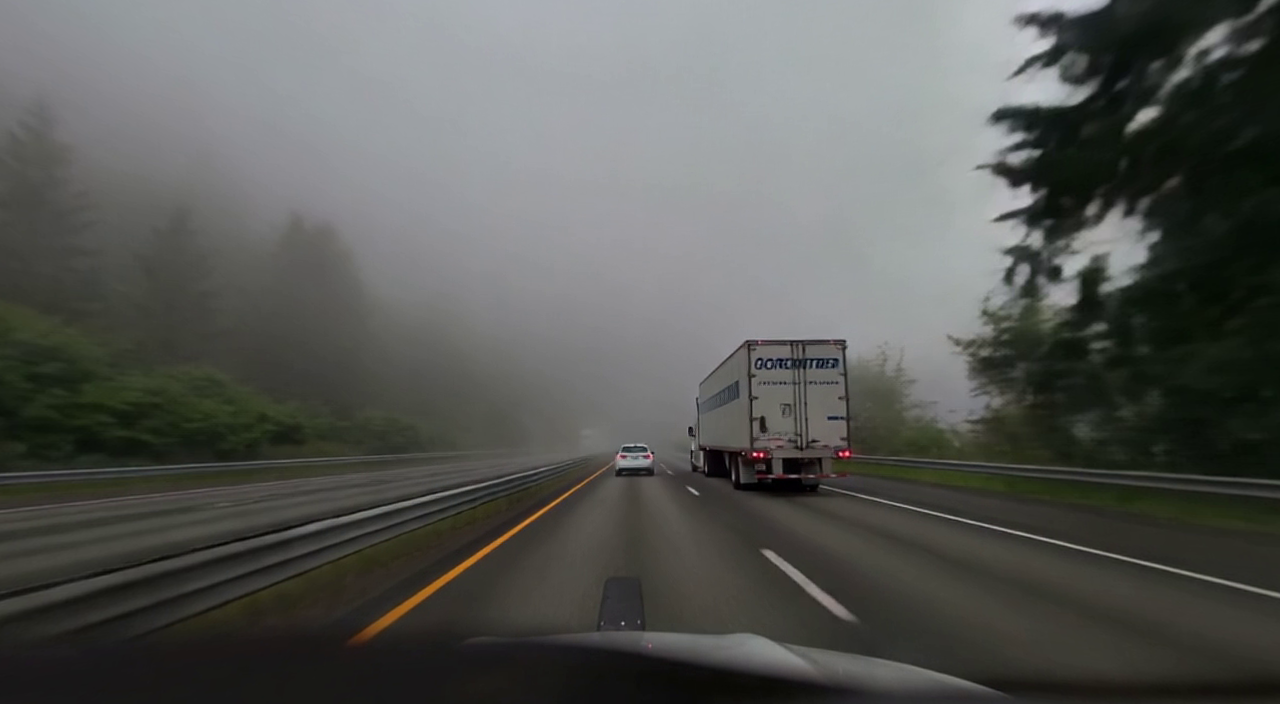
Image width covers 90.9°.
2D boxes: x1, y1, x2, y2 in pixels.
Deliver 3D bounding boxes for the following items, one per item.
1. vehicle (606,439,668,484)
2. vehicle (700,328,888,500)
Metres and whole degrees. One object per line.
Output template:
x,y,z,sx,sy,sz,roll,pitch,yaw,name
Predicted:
-0.095,3.976,23.097,2.074,1.475,3.960,0,-9,0,vehicle
4.280,2.542,22.104,2.909,4.074,14.457,0,-9,0,vehicle
